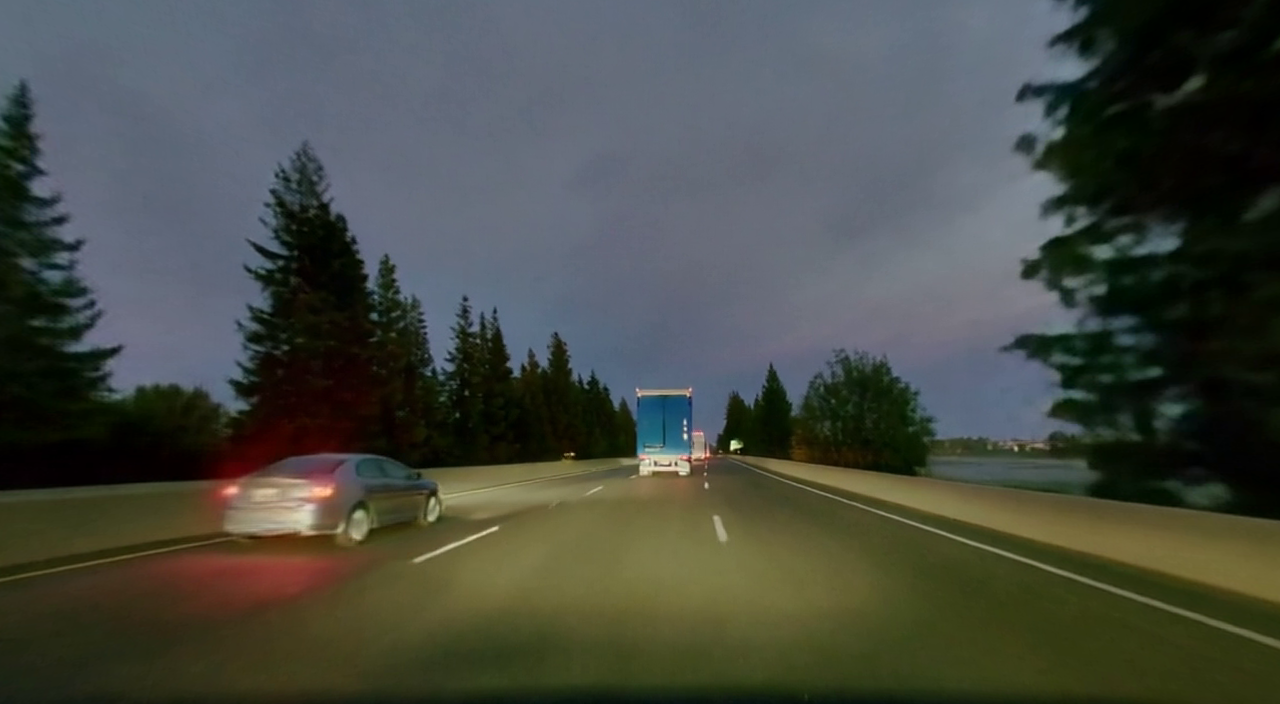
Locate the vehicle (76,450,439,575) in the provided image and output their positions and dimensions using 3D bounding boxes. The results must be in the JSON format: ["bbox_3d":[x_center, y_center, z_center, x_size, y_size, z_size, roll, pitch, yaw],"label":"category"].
[{"bbox_3d":[-5.080,2.167,9.508,2.133,1.358,4.870,-1,-9,5],"label":"vehicle"}]

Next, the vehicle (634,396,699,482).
[{"bbox_3d":[1.587,4.628,33.056,2.821,3.878,8.925,-1,-9,6],"label":"vehicle"}]
